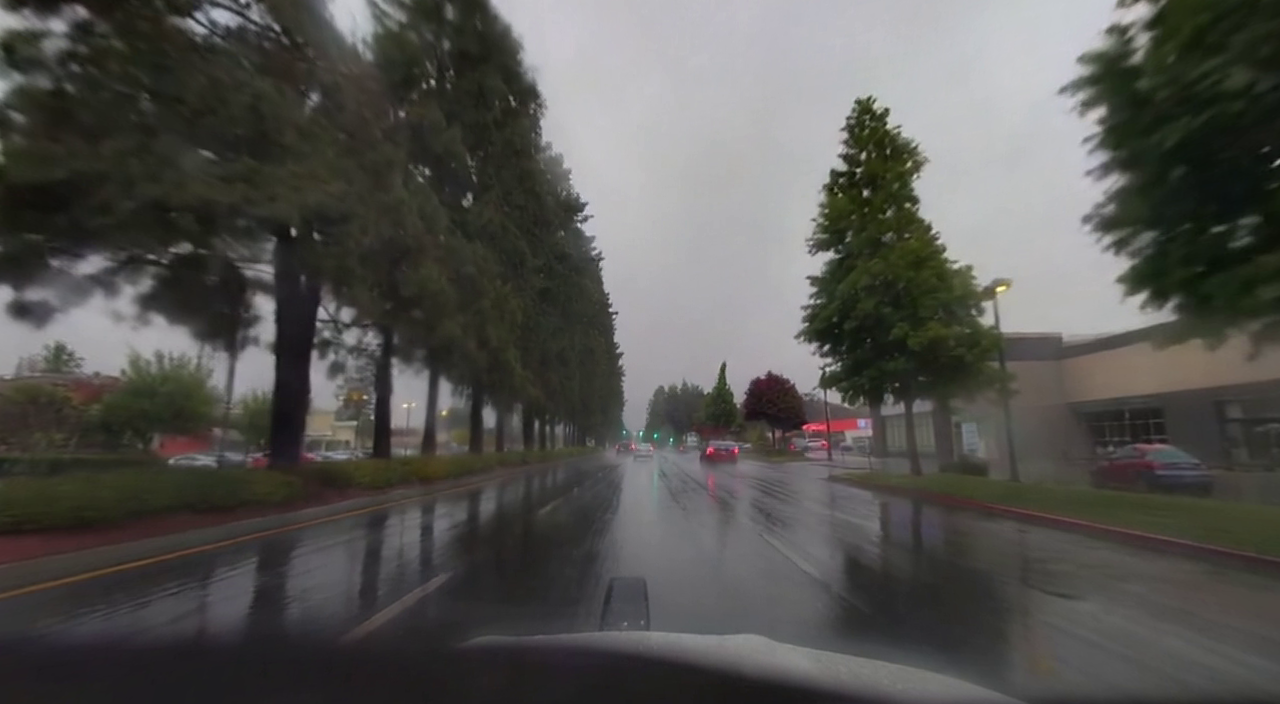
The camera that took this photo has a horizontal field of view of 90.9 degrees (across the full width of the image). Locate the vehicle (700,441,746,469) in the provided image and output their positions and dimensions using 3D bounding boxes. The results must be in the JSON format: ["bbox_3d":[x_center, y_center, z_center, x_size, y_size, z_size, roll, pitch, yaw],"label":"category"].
[{"bbox_3d":[4.521,5.693,35.002,1.916,1.459,4.335,0,-8,-1],"label":"vehicle"}]

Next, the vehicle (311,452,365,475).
[{"bbox_3d":[-22.470,8.288,47.096,1.674,1.483,4.741,-3,-8,1],"label":"vehicle"}]

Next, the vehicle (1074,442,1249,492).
[{"bbox_3d":[17.005,3.752,20.741,3.907,1.540,2.017,0,-8,2],"label":"vehicle"}]

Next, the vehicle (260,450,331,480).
[{"bbox_3d":[-22.276,7.287,41.011,1.939,1.780,5.057,0,-8,-2],"label":"vehicle"}]
